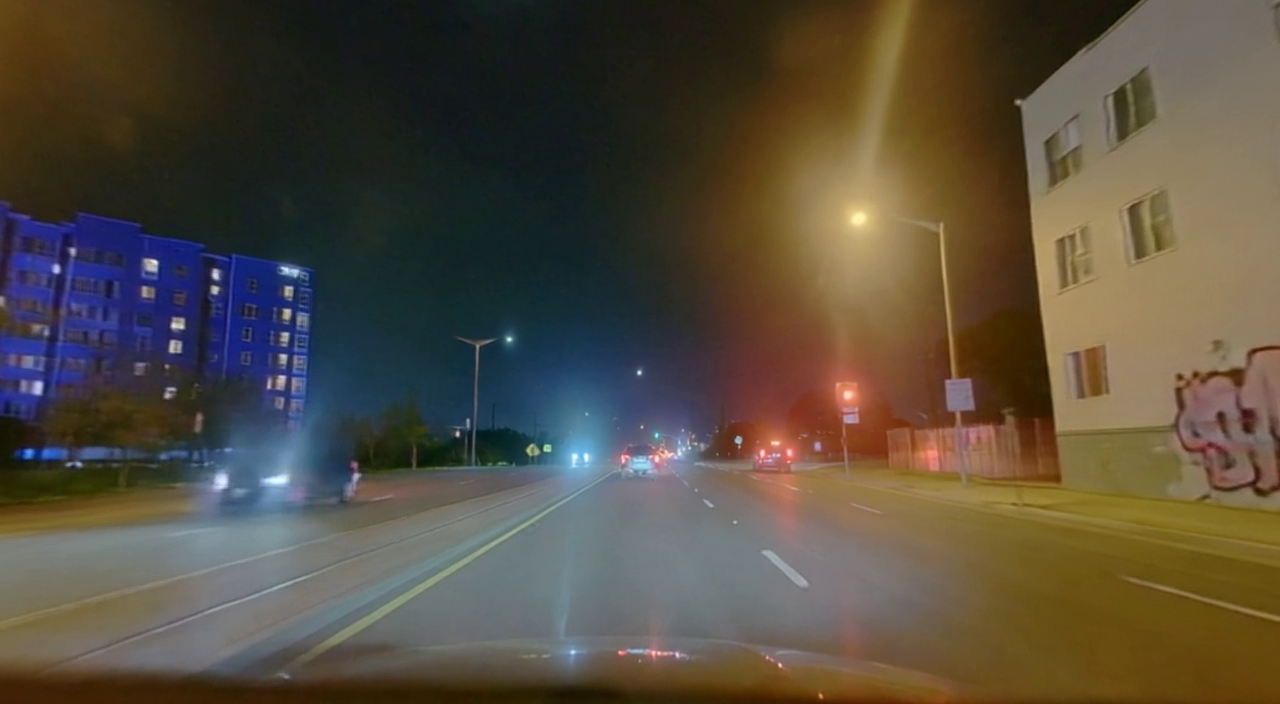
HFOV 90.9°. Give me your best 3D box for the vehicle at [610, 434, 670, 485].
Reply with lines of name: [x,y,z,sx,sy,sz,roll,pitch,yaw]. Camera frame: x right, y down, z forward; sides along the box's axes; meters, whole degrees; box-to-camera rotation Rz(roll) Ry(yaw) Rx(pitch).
vehicle: [0.035,4.214,25.058,2.160,1.786,4.702,0,-8,1]

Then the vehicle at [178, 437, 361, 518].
vehicle: [-9.259,3.129,16.312,1.979,1.794,4.264,-1,-8,2]

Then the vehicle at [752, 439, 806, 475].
vehicle: [7.222,5.488,33.271,1.952,1.749,4.311,0,-8,1]
